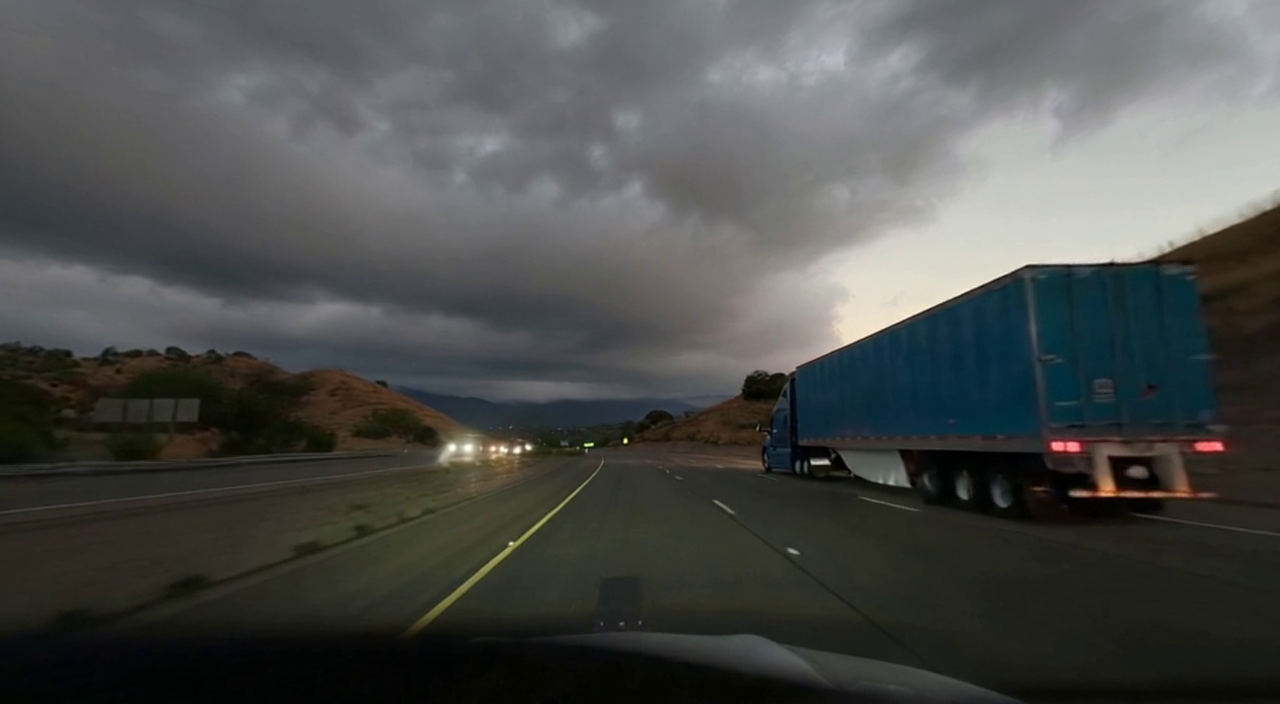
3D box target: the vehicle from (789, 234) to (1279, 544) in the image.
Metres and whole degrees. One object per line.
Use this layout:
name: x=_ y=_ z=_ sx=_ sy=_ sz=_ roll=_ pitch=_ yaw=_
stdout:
vehicle: x=7.475 y=1.603 z=16.586 sx=2.923 sy=4.182 sz=16.345 roll=0 pitch=-8 yaw=-1
